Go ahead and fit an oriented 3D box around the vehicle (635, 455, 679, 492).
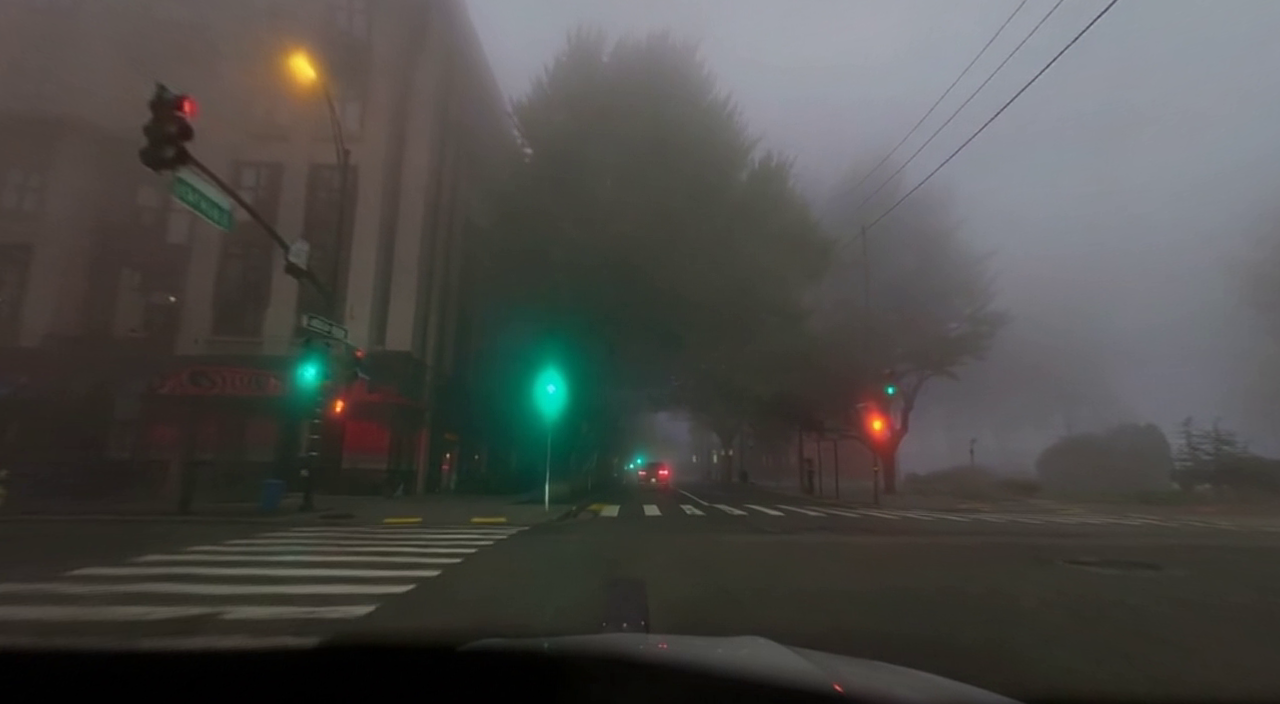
[{"bbox_3d":[0.820,6.028,31.511,2.079,1.621,3.861,0,-8,0],"label":"vehicle"}]
